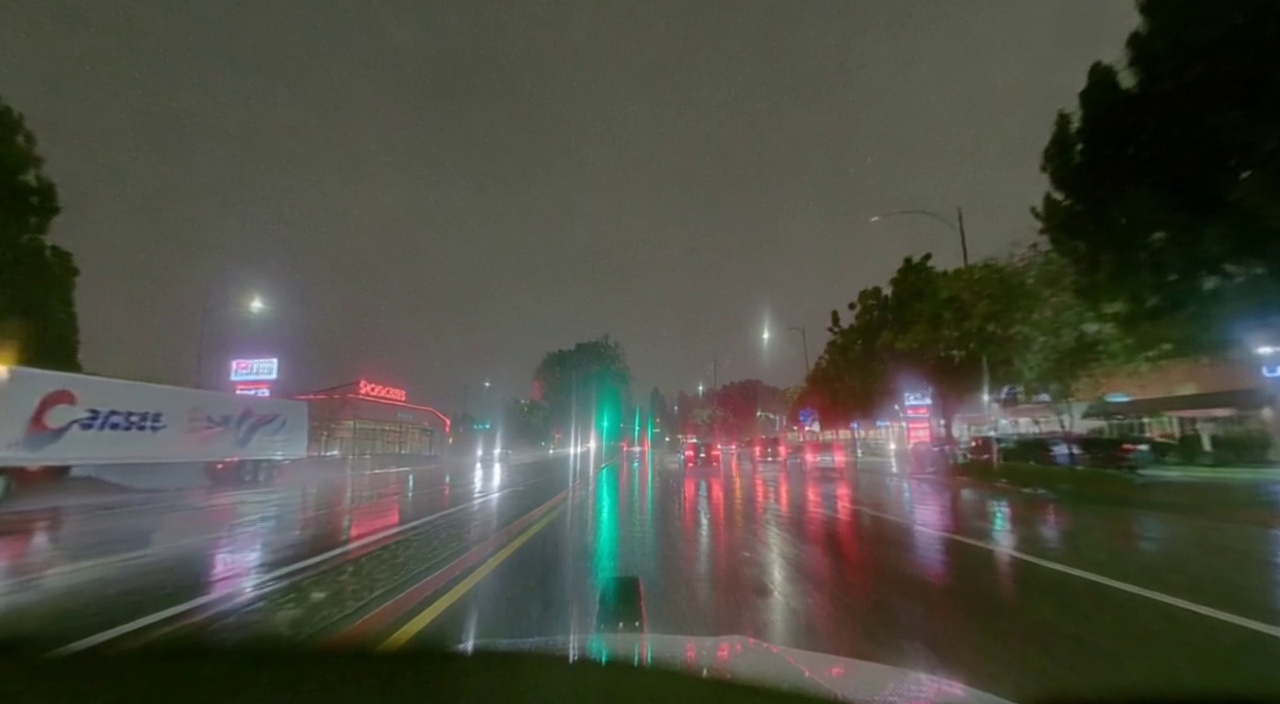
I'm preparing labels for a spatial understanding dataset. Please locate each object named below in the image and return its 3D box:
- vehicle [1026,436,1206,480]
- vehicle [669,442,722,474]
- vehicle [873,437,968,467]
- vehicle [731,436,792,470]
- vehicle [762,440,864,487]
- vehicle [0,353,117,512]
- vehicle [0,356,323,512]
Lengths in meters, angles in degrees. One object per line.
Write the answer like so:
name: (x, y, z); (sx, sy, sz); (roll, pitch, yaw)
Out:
vehicle: (16.704, 3.730, 22.359); (4.679, 1.448, 2.178); (0, -8, -3)
vehicle: (2.679, 5.264, 31.531); (2.099, 1.463, 4.365); (0, -8, -1)
vehicle: (16.008, 5.721, 36.169); (4.457, 1.521, 1.872); (-2, -9, -3)
vehicle: (6.846, 5.764, 36.260); (2.268, 1.822, 5.038); (0, -8, -3)
vehicle: (6.024, 3.941, 22.719); (2.150, 1.485, 4.919); (0, -8, -1)
vehicle: (-18.965, 2.070, 16.312); (3.008, 4.297, 9.041); (0, -8, 0)
vehicle: (-18.973, 3.480, 26.052); (3.058, 4.328, 16.976); (-1, -8, 0)
